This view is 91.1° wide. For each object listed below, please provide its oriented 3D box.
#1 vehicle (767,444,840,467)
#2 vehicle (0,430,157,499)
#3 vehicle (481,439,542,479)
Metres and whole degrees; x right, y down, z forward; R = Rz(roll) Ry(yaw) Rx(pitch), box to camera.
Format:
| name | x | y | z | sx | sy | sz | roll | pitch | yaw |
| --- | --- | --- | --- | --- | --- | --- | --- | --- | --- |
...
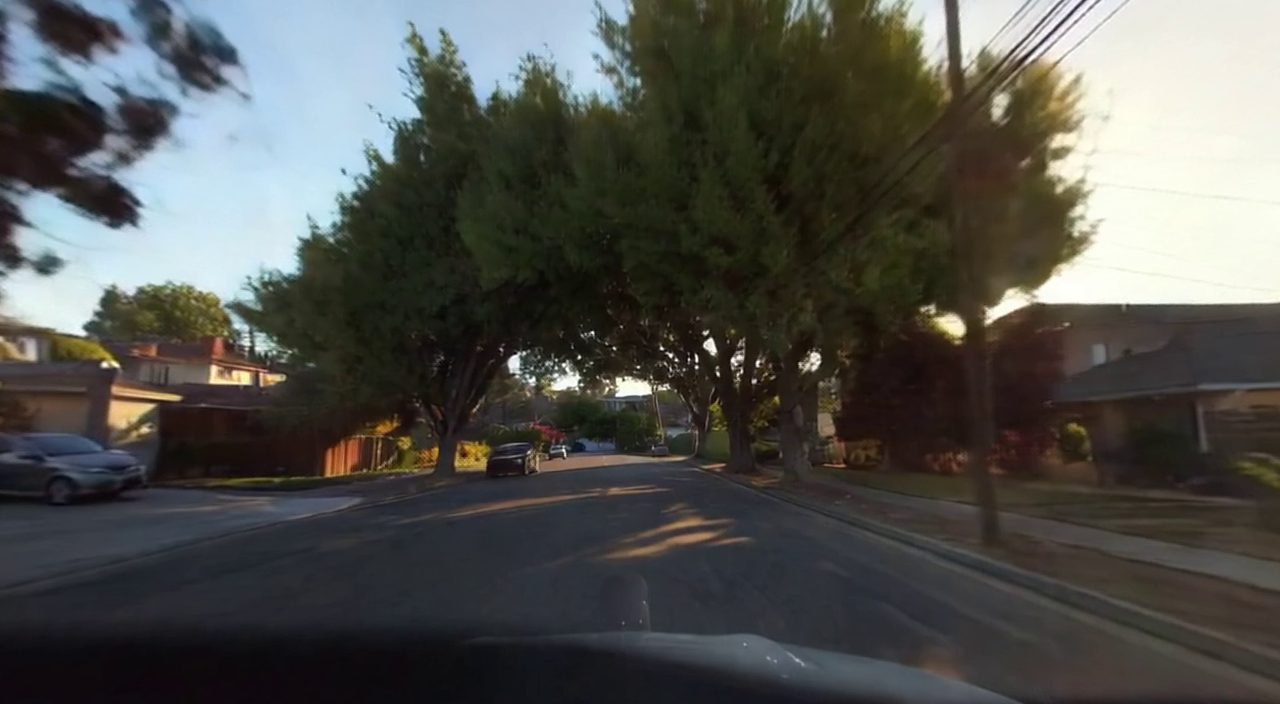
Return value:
| name | x | y | z | sx | sy | sz | roll | pitch | yaw |
| --- | --- | --- | --- | --- | --- | --- | --- | --- | --- |
| vehicle | 12.169 | 7.713 | 46.862 | 4.708 | 1.527 | 2.113 | 0 | -8 | -9 |
| vehicle | -14.356 | 2.620 | 14.803 | 4.291 | 1.484 | 1.872 | 0 | -9 | -1 |
| vehicle | -6.128 | 5.141 | 30.409 | 1.998 | 1.742 | 4.210 | 0 | -9 | 1 |
